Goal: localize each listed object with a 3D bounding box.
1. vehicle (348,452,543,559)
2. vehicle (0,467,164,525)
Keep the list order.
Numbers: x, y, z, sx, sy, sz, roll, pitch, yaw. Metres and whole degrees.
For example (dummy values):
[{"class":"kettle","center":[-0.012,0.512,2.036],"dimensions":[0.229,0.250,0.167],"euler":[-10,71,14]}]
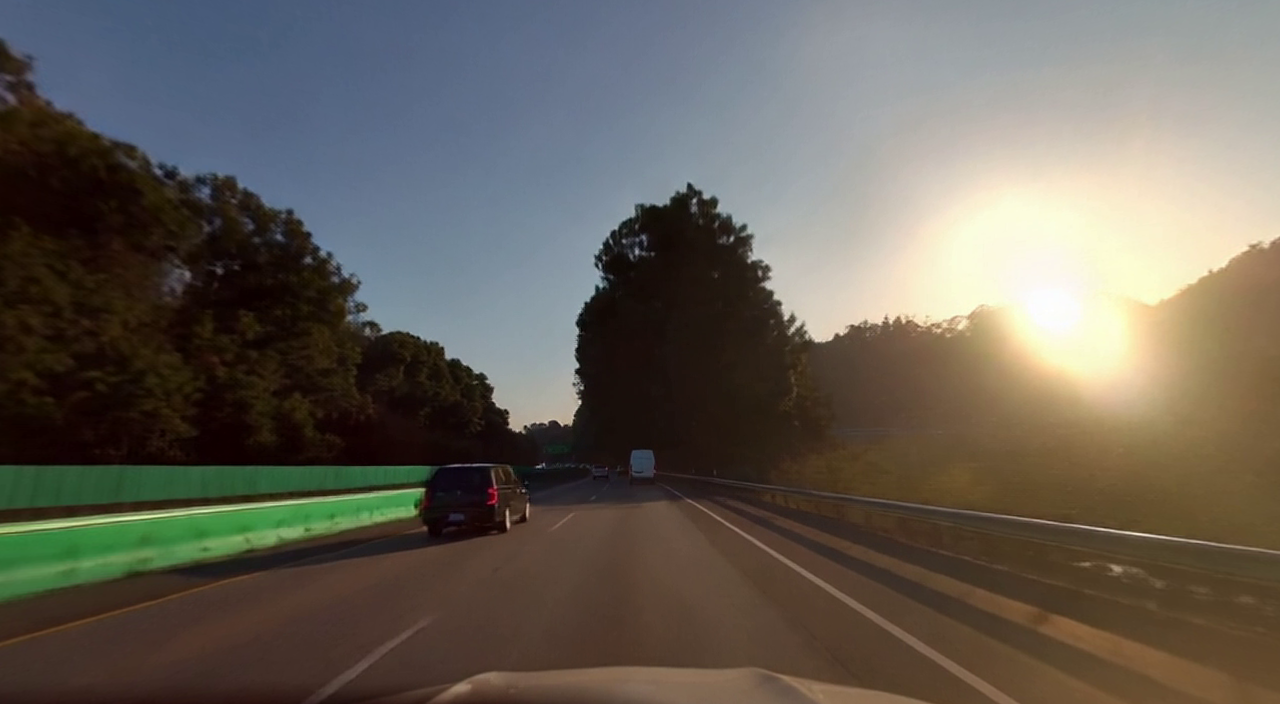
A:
[{"class":"vehicle","center":[-3.130,2.617,11.286],"dimensions":[2.038,1.490,4.391],"euler":[1,-11,1]},{"class":"vehicle","center":[-16.259,4.076,18.226],"dimensions":[1.724,1.460,4.153],"euler":[1,-11,-1]}]
